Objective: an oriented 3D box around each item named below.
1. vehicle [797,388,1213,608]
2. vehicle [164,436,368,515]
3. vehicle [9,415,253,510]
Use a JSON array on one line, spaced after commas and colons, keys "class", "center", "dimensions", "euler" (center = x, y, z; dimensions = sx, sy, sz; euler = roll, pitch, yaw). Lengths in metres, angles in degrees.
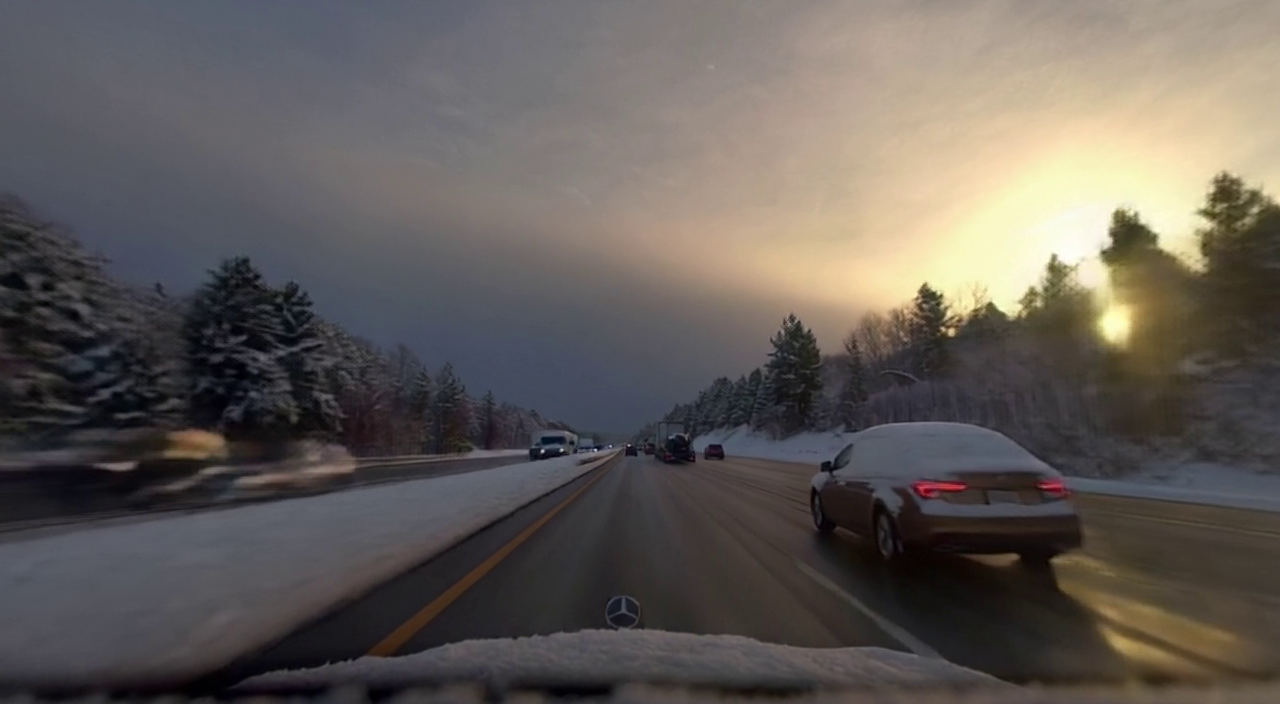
[{"class": "vehicle", "center": [3.513, 1.522, 7.426], "dimensions": [2.070, 1.751, 4.576], "euler": [0, -9, -1]}, {"class": "vehicle", "center": [-8.226, 2.739, 14.506], "dimensions": [1.937, 1.499, 4.518], "euler": [0, -9, 0]}, {"class": "vehicle", "center": [-12.356, 2.726, 15.919], "dimensions": [2.125, 1.987, 4.809], "euler": [0, -9, 0]}]
